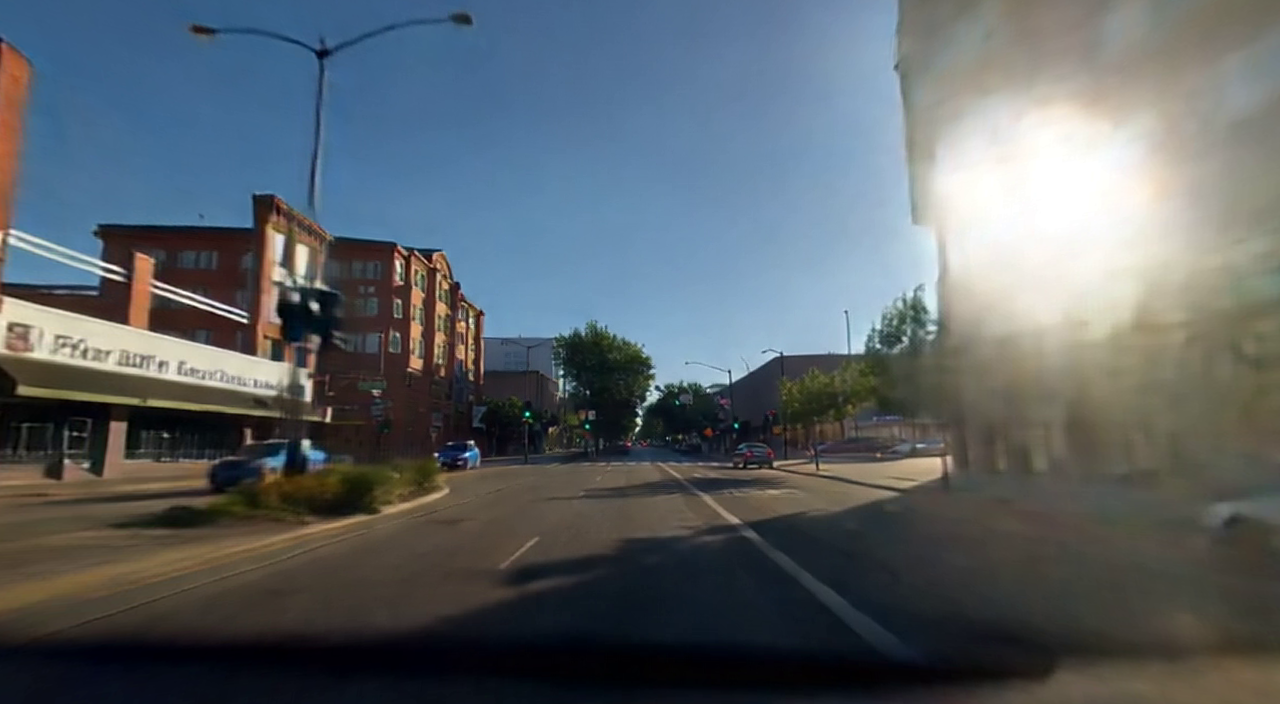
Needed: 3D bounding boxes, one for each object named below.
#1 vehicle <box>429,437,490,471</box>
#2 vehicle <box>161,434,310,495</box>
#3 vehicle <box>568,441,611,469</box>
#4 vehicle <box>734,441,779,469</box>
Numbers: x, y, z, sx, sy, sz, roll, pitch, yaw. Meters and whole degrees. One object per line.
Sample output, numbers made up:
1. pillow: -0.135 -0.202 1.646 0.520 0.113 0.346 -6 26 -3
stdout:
1. vehicle: -10.350 5.893 36.410 2.155 1.830 4.564 0 -9 0
2. vehicle: -13.532 3.763 21.523 1.922 1.825 4.777 0 -9 0
3. vehicle: -2.822 5.918 36.311 2.078 1.471 4.217 0 -9 0
4. vehicle: 7.282 6.464 39.673 1.950 1.686 4.509 0 -9 0
